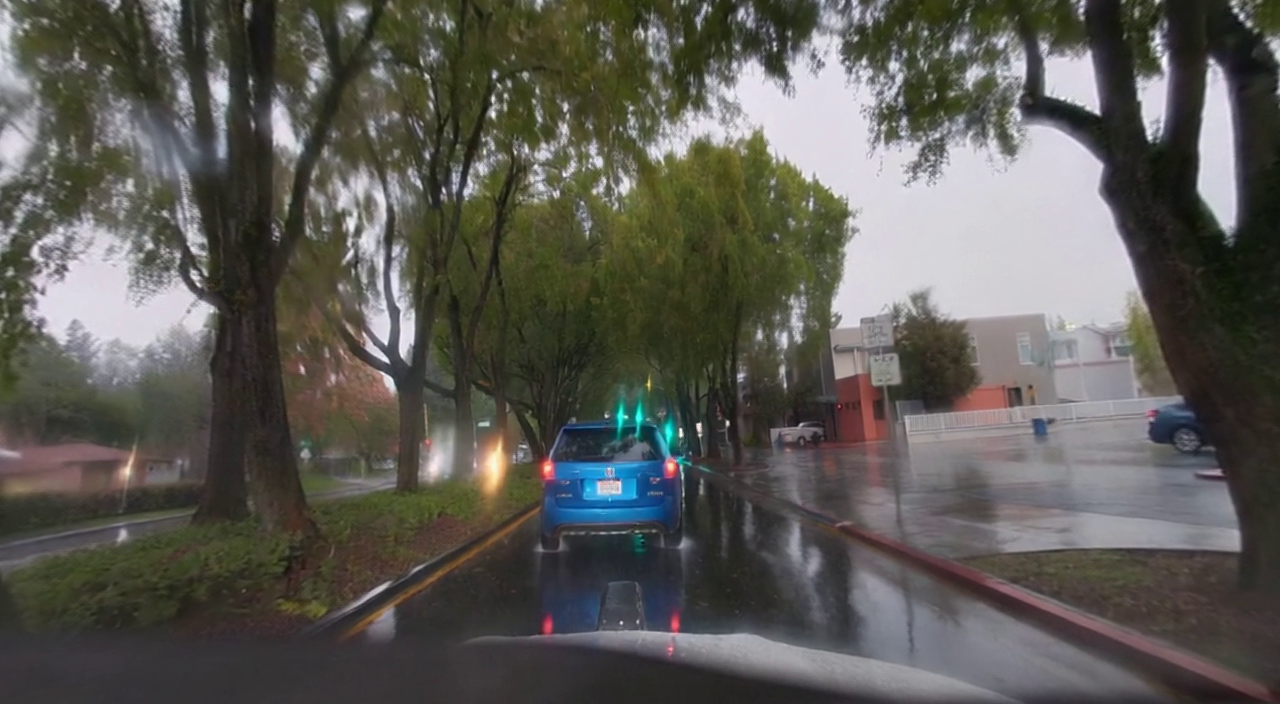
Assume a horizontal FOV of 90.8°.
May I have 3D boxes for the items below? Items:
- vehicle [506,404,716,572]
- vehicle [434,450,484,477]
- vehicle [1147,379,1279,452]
[{"bbox_3d":[-0.266,1.686,8.492,2.136,1.703,3.910,0,-8,1],"label":"vehicle"},{"bbox_3d":[-12.214,7.520,42.875,1.971,1.718,4.539,0,-8,1],"label":"vehicle"},{"bbox_3d":[13.849,1.381,13.516,4.270,1.486,2.042,-5,-10,28],"label":"vehicle"}]
